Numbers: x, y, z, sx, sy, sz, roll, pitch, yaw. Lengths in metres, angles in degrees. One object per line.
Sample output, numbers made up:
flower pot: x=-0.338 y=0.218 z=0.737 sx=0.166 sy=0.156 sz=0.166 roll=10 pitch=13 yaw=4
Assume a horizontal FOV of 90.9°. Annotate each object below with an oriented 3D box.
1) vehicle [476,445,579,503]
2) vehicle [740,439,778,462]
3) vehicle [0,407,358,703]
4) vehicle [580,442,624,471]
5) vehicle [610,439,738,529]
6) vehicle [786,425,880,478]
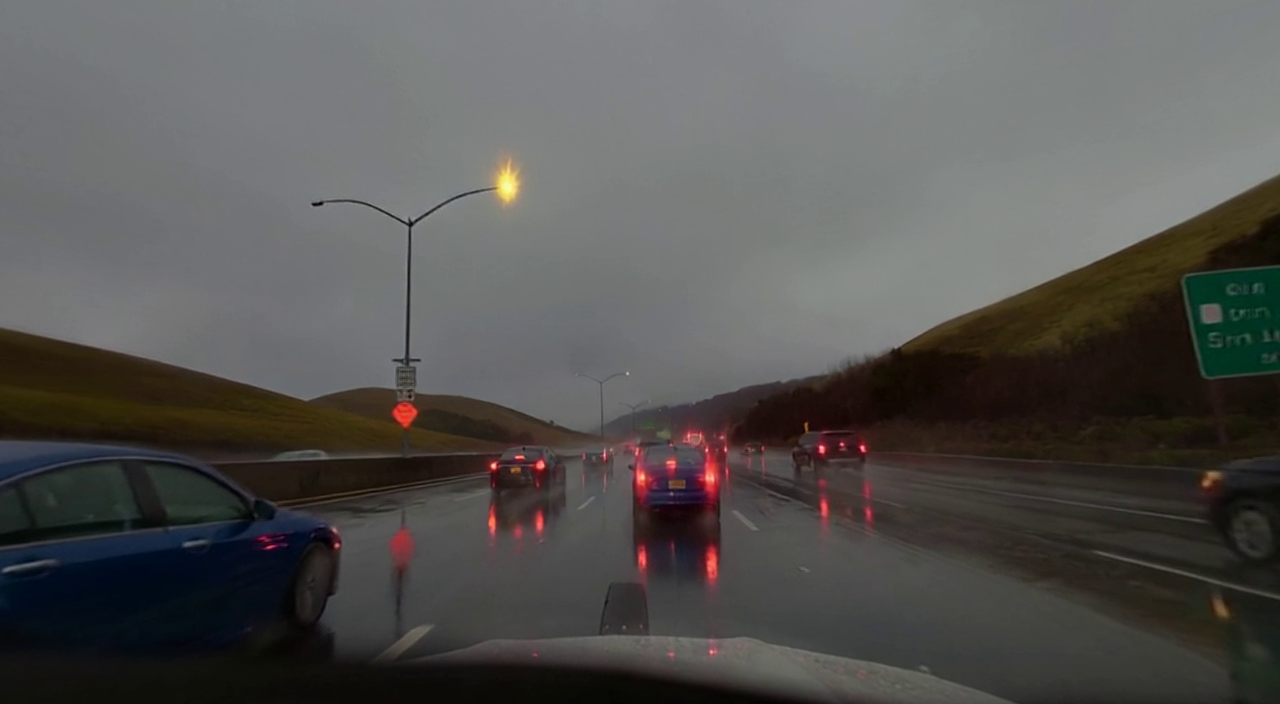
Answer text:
vehicle: x=-3.063 y=3.419 z=18.249 sx=2.017 sy=1.446 sz=4.384 roll=-1 pitch=-8 yaw=2
vehicle: x=8.865 y=7.371 z=47.397 sx=2.032 sy=1.580 sz=4.928 roll=-1 pitch=-8 yaw=2
vehicle: x=-3.439 y=1.087 z=3.113 sx=2.033 sy=1.513 sz=4.333 roll=-1 pitch=-8 yaw=1
vehicle: x=-2.160 y=6.081 z=36.915 sx=2.034 sy=1.572 sz=4.444 roll=-1 pitch=-8 yaw=3
vehicle: x=0.613 y=2.446 z=12.278 sx=2.072 sy=1.431 sz=3.904 roll=-1 pitch=-8 yaw=2
vehicle: x=7.386 y=3.893 z=24.773 sx=2.210 sy=1.831 sz=4.843 roll=-1 pitch=-8 yaw=1
